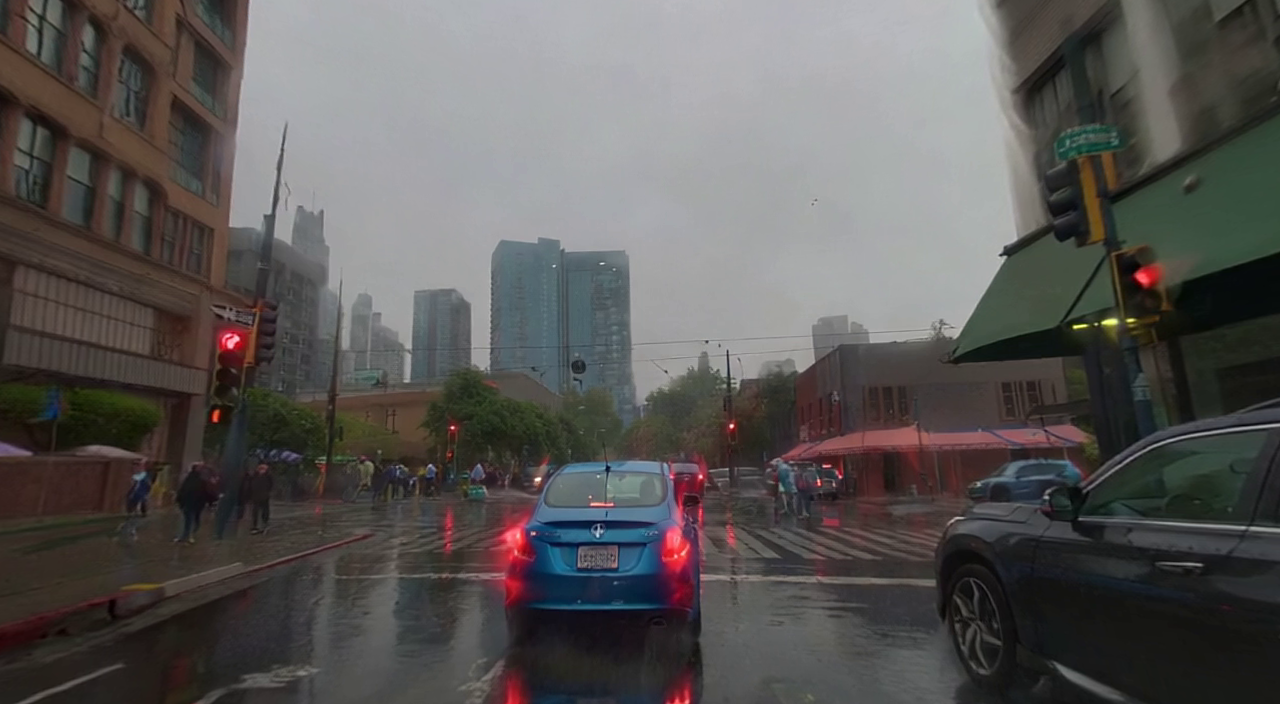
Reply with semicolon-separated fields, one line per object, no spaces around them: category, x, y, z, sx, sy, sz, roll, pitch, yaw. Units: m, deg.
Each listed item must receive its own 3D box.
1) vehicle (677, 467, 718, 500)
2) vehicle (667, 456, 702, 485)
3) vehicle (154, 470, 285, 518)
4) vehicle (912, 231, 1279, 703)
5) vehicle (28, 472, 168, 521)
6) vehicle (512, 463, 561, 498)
vehicle;3.495;8.050;38.860;1.908;1.741;4.066;0;-9;-3
vehicle;3.327;8.995;48.161;2.365;1.994;4.259;0;-9;0
vehicle;-19.762;6.683;29.776;4.750;2.083;2.002;-1;-9;3
vehicle;3.217;0.542;1.250;2.632;1.979;6.096;0;-9;0
vehicle;-25.436;6.775;29.708;4.588;2.048;2.110;0;-9;0
vehicle;-6.344;7.882;39.020;2.226;1.896;4.438;-1;-9;1
